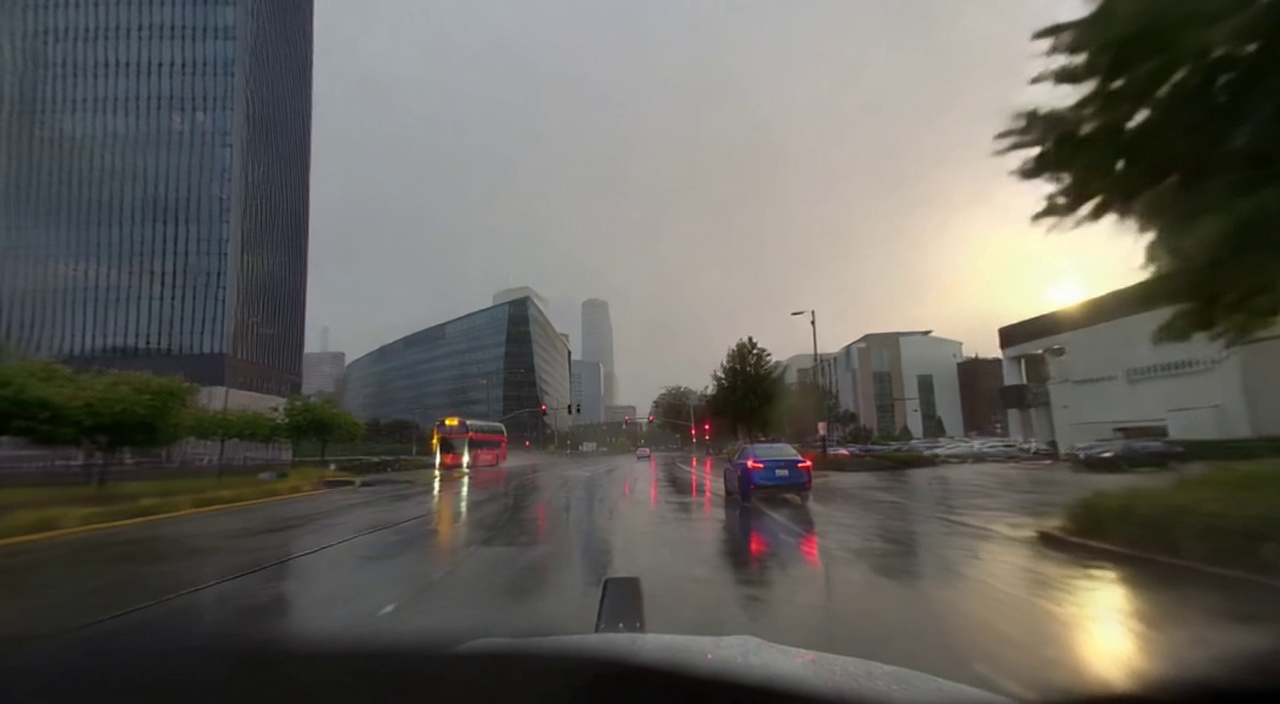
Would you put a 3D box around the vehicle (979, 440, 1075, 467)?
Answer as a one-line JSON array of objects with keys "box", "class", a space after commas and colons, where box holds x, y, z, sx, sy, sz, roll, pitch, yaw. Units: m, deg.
[{"box": [21.796, 5.719, 35.606, 4.135, 1.480, 1.915, 0, -9, 0], "class": "vehicle"}]

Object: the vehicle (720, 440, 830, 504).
[{"box": [3.462, 3.172, 16.999, 1.993, 1.501, 4.127, 0, -9, -1], "class": "vehicle"}]

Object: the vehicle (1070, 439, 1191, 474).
[{"box": [21.224, 4.545, 27.372, 3.643, 1.431, 1.884, 0, -9, 0], "class": "vehicle"}]
